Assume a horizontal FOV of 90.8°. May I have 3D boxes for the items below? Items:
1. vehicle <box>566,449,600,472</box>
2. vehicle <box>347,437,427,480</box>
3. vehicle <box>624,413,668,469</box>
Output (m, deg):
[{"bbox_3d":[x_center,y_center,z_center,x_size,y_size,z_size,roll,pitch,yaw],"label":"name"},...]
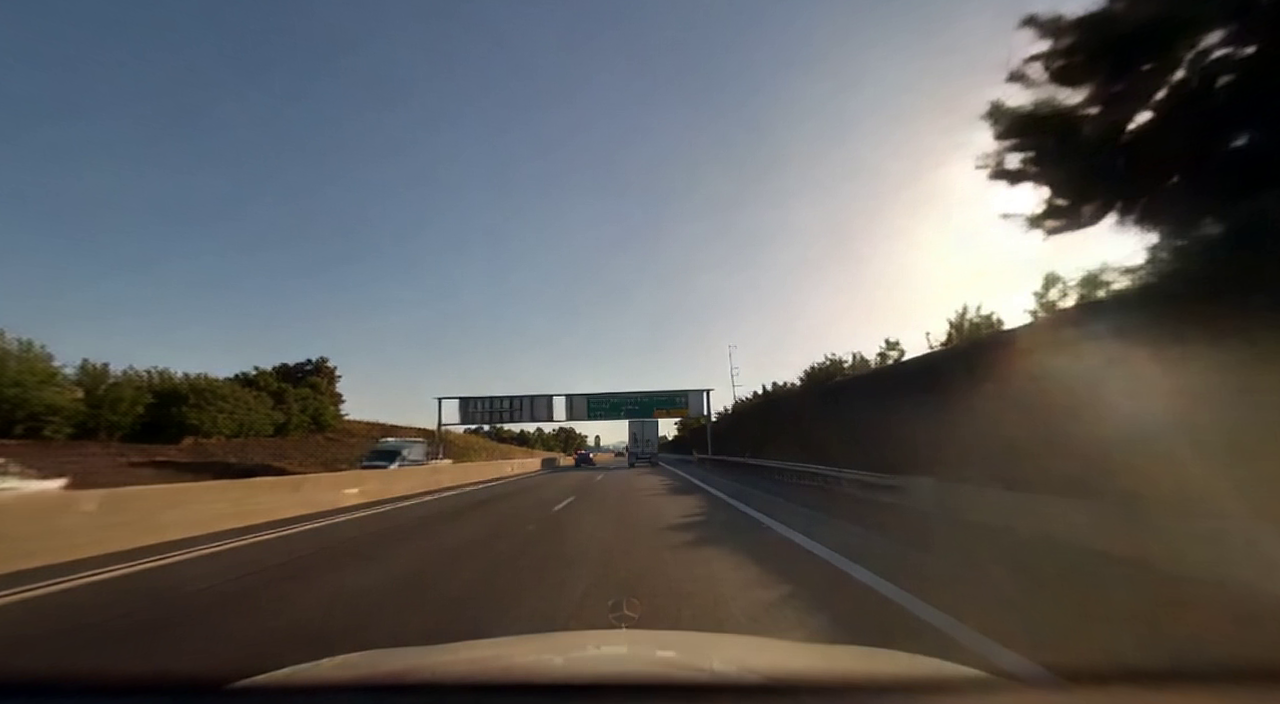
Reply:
[{"bbox_3d":[-4.056,7.806,45.654,2.053,1.523,4.450,0,-9,0],"label":"vehicle"},{"bbox_3d":[-16.152,6.824,40.821,2.236,2.527,6.874,0,-9,0],"label":"vehicle"},{"bbox_3d":[0.271,6.874,48.328,2.864,3.805,9.500,0,-9,-2],"label":"vehicle"}]
